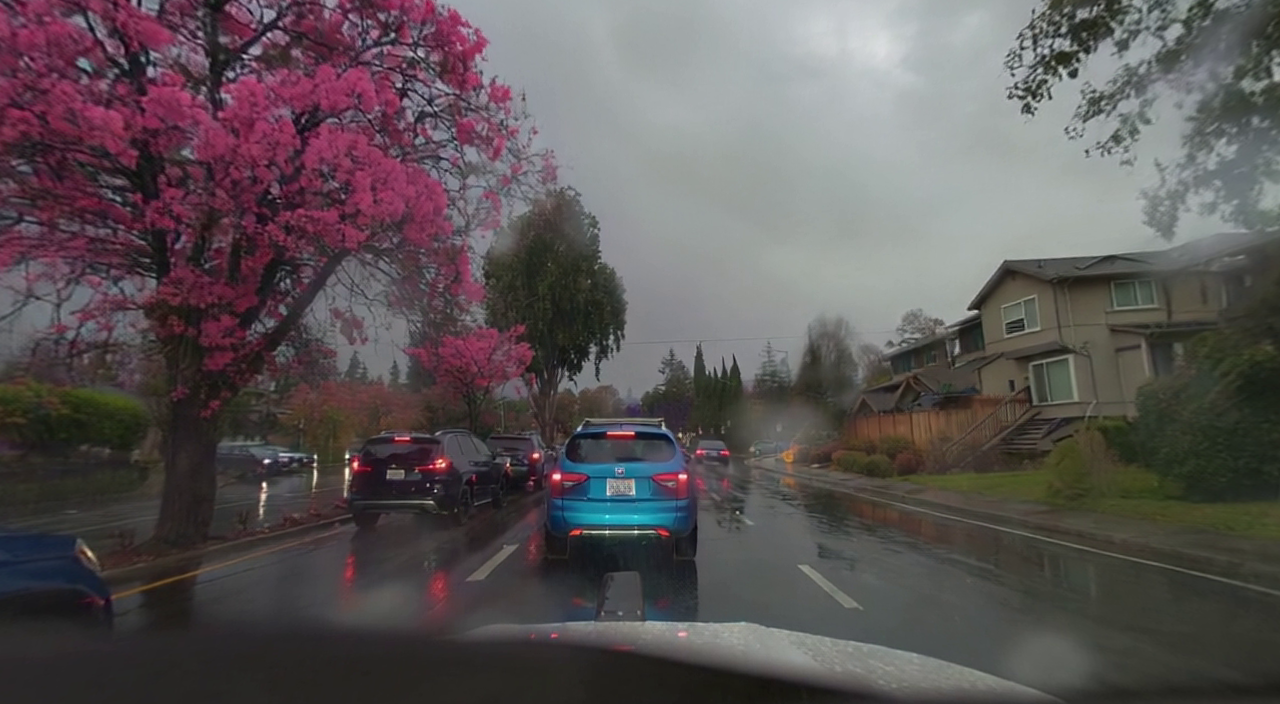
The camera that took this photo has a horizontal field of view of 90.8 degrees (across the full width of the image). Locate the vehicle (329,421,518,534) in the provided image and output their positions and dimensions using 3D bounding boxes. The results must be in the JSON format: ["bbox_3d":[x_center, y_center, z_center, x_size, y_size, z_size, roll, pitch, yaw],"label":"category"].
[{"bbox_3d":[-3.657,2.201,11.655,1.948,1.668,4.279,0,-8,0],"label":"vehicle"}]

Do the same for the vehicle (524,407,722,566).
[{"bbox_3d":[-0.199,1.741,8.873,2.112,1.693,4.058,0,-8,0],"label":"vehicle"}]

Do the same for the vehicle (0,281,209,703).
[{"bbox_3d":[-3.517,0.509,0.956,2.304,1.928,4.833,0,-8,0],"label":"vehicle"}]

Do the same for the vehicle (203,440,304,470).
[{"bbox_3d":[-28.507,7.572,46.835,5.856,2.096,2.481,3,-9,-18],"label":"vehicle"}]
